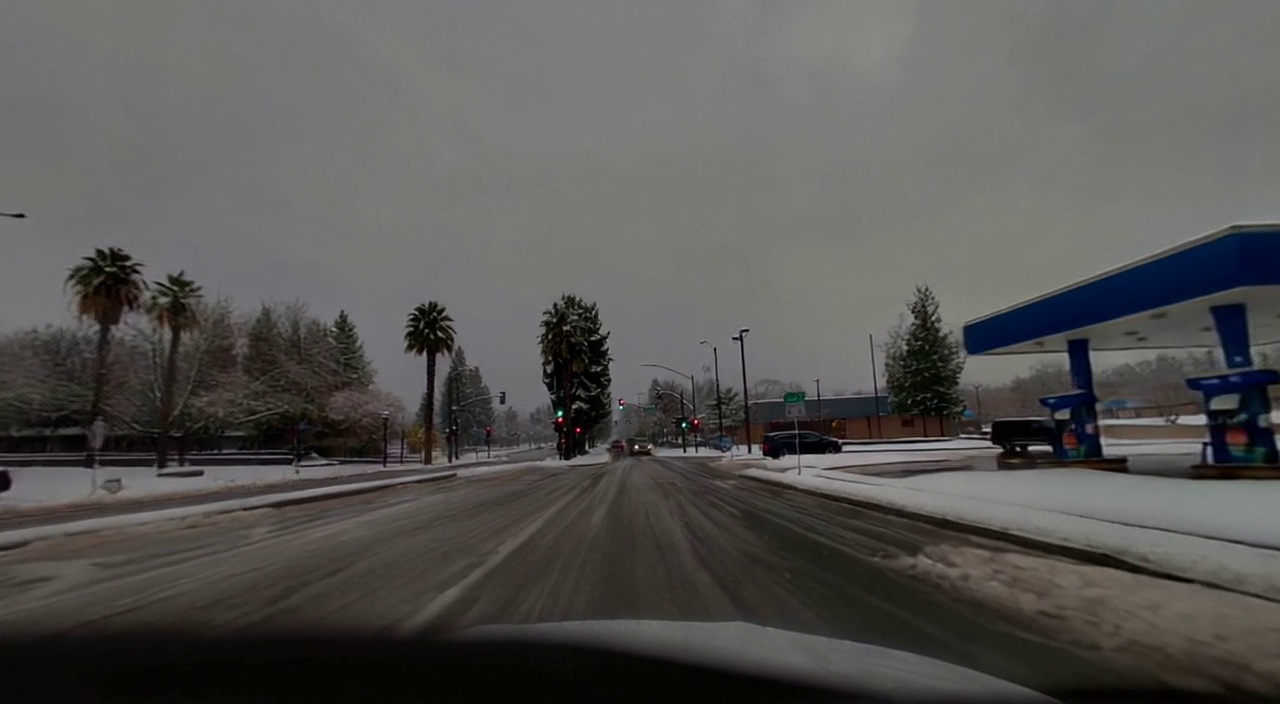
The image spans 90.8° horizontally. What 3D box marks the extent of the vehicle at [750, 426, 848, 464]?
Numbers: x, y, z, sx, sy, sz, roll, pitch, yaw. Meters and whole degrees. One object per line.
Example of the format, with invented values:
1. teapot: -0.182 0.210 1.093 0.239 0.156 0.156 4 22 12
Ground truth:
1. vehicle: 9.648 5.640 38.141 6.059 2.082 2.703 7 -11 -41

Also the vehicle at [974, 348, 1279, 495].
1. vehicle: 13.422 2.072 17.079 2.944 2.783 10.332 0 -9 -1

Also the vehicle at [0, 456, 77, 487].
1. vehicle: -36.319 7.001 37.324 1.917 1.684 4.567 0 -9 -2
